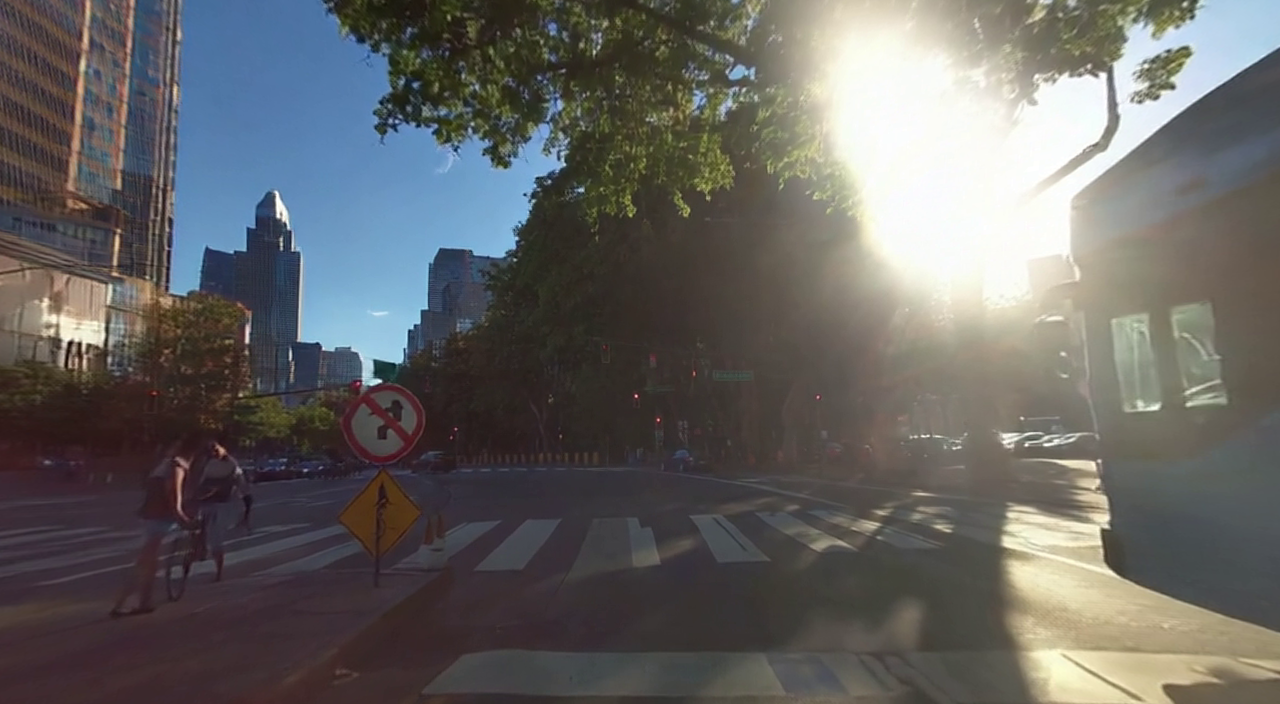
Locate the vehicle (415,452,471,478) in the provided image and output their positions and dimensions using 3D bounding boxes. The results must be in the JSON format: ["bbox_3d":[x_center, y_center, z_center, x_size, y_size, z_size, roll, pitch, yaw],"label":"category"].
[{"bbox_3d":[-12.566,7.118,40.118,2.123,1.544,4.158,6,-11,-36],"label":"vehicle"}]

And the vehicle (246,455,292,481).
[{"bbox_3d":[-28.635,8.869,48.652,2.199,1.838,4.222,7,-11,-40],"label":"vehicle"}]
